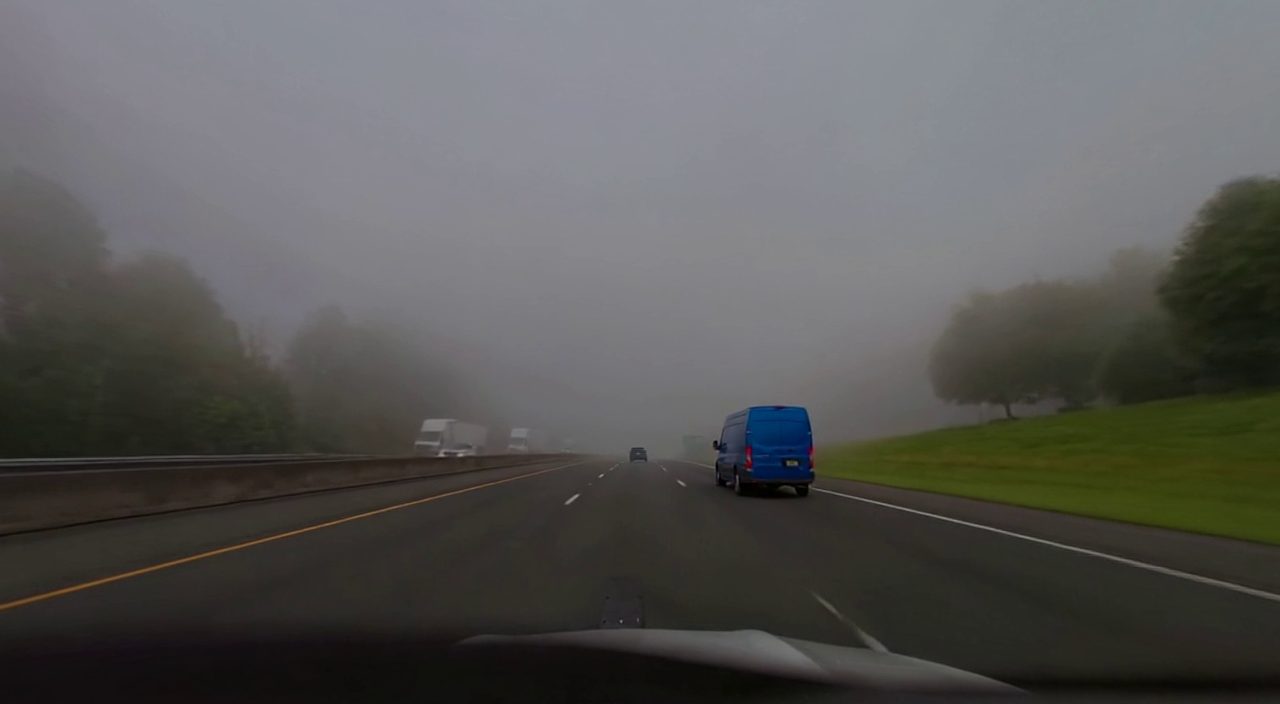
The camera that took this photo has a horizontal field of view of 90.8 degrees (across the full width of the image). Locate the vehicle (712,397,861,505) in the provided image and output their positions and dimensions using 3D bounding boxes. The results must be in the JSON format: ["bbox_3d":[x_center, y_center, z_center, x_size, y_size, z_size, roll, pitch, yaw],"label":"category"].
[{"bbox_3d":[3.844,2.845,18.286,2.552,2.524,6.630,0,-9,-1],"label":"vehicle"}]

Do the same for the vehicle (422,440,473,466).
[{"bbox_3d":[-12.160,6.418,40.175,1.838,1.498,4.378,0,-9,1],"label":"vehicle"}]
